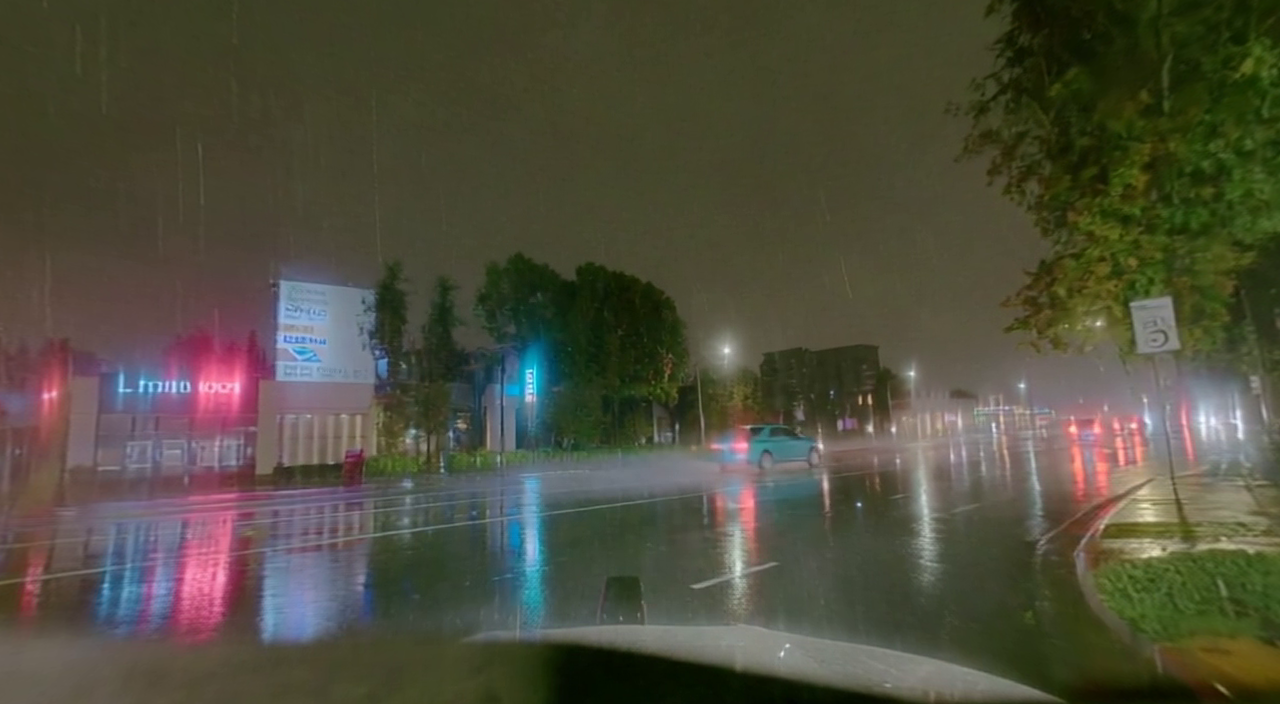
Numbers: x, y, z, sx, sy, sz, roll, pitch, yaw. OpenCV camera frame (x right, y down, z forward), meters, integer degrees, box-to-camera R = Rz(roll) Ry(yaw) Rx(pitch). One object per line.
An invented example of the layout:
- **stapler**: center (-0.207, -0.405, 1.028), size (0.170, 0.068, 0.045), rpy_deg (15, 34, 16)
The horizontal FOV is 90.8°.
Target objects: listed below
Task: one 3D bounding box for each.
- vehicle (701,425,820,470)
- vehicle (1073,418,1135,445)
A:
- **vehicle**: center (4.409, 3.427, 22.682), size (4.415, 1.464, 1.890), rpy_deg (8, -12, -42)
- **vehicle**: center (28.140, 4.883, 38.281), size (4.182, 1.536, 1.885), rpy_deg (7, -11, -38)
